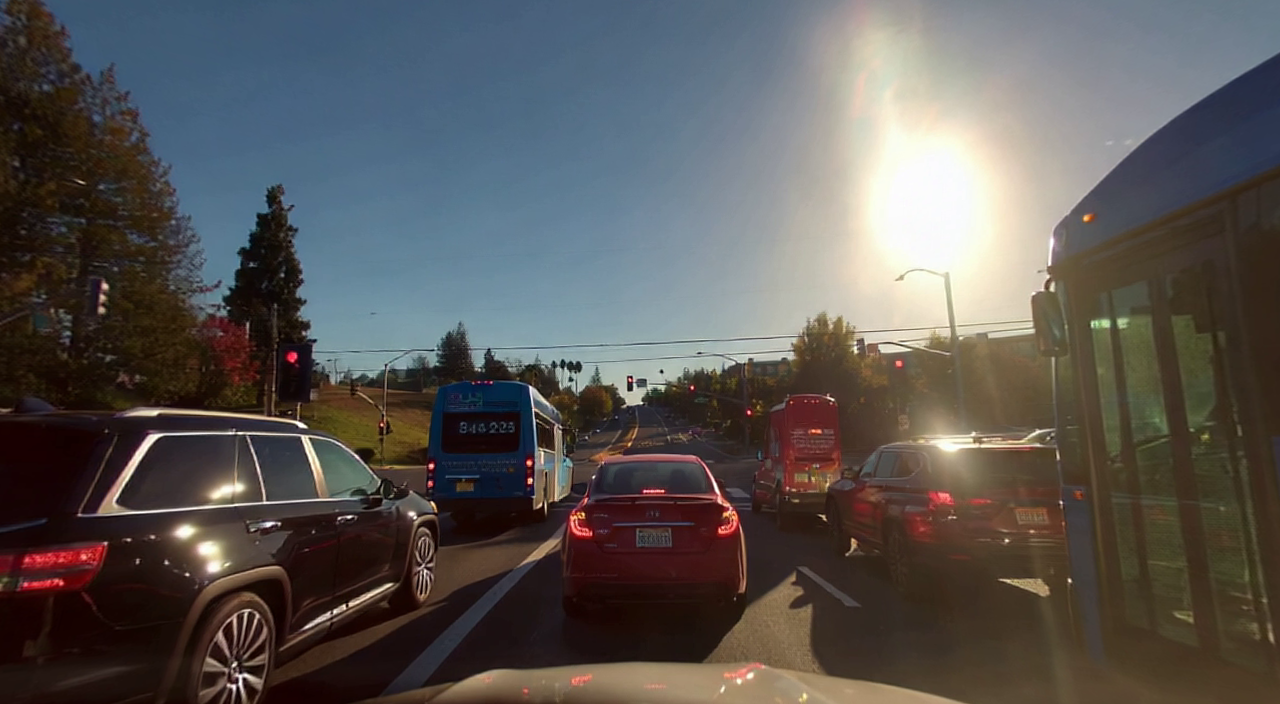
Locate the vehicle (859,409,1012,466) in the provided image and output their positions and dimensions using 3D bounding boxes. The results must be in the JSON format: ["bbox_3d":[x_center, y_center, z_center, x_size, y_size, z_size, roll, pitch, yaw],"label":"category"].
[{"bbox_3d":[17.588,5.130,37.924,7.839,3.213,2.628,0,-8,-3],"label":"vehicle"}]

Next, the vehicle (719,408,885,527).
[{"bbox_3d":[3.142,2.395,13.676,2.143,2.036,5.367,0,-8,0],"label":"vehicle"}]

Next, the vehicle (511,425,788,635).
[{"bbox_3d":[0.059,1.549,6.418,1.976,1.485,3.624,0,-8,0],"label":"vehicle"}]

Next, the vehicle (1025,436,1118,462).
[{"bbox_3d":[25.869,5.824,37.978,4.229,1.489,1.794,0,-8,-1],"label":"vehicle"}]

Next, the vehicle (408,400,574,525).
[{"bbox_3d":[-2.936,2.355,13.952,2.335,2.221,5.165,0,-8,1],"label":"vehicle"}]

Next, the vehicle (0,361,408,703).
[{"bbox_3d":[-3.417,1.178,4.630,1.921,1.701,3.989,0,-8,0],"label":"vehicle"}]
